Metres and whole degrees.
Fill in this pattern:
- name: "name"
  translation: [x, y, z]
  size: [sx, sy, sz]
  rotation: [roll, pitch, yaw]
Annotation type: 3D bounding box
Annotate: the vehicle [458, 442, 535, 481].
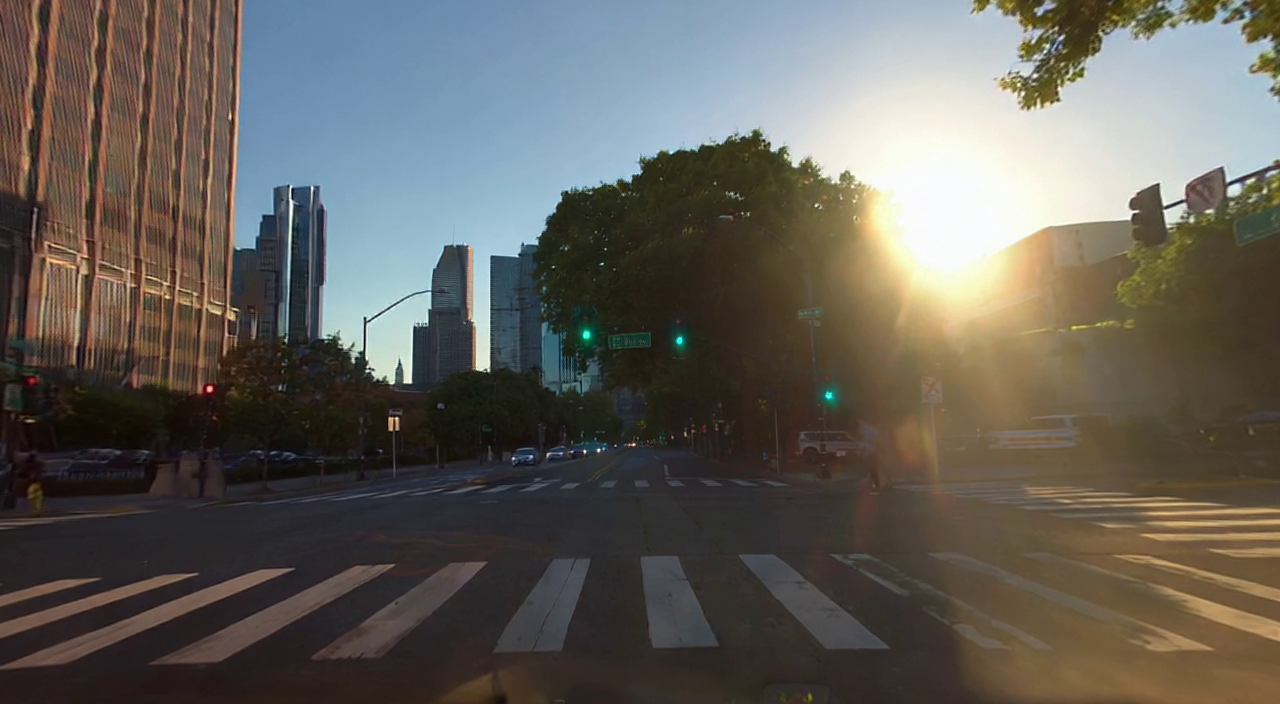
- name: "vehicle"
  translation: [-5.887, 4.549, 26.485]
  size: [2.127, 1.473, 4.428]
  rotation: [0, -8, 1]
